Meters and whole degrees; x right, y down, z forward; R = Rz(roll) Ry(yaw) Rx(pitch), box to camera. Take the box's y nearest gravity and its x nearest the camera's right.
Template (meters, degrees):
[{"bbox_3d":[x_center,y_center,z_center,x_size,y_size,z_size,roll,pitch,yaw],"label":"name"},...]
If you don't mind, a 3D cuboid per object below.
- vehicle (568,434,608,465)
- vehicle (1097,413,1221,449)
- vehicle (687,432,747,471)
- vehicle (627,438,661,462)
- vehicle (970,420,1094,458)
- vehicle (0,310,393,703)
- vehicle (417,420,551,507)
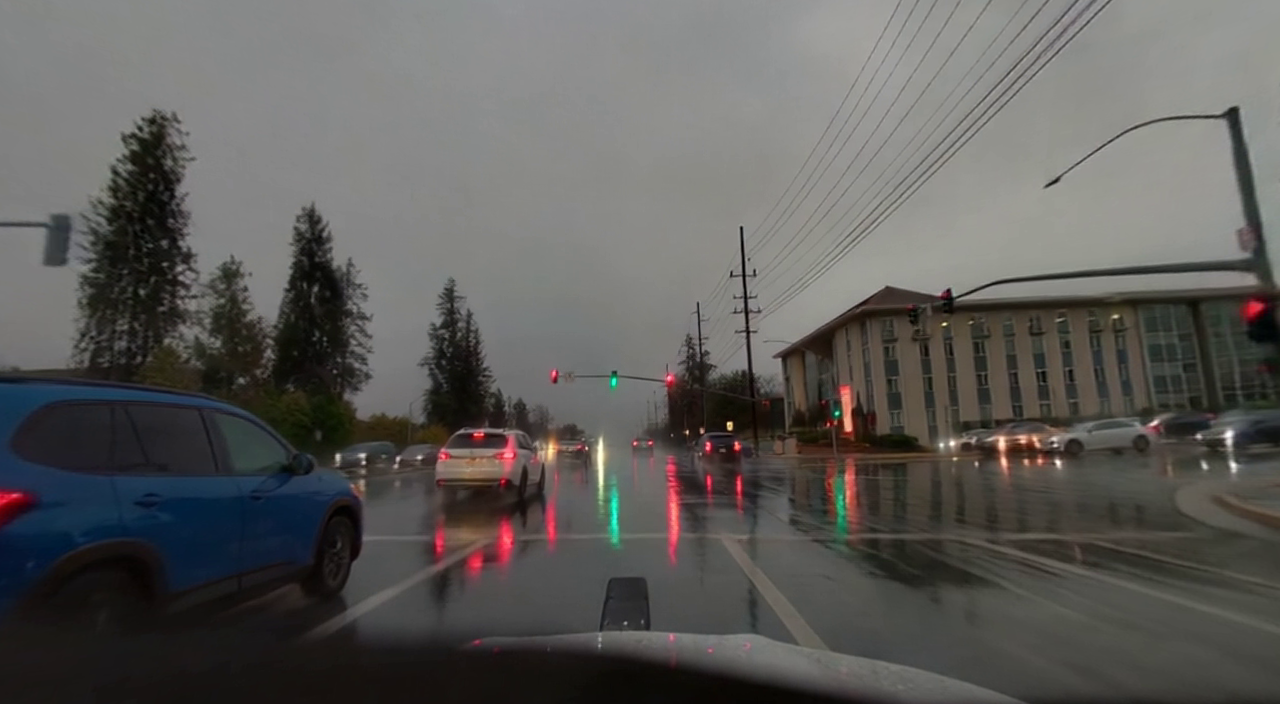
[{"bbox_3d":[-2.958,5.652,36.595,1.900,1.677,4.128,0,-8,2],"label":"vehicle"},{"bbox_3d":[26.236,4.010,31.973,4.439,1.748,2.037,0,-8,1],"label":"vehicle"},{"bbox_3d":[3.565,4.709,30.037,2.201,1.734,4.564,0,-8,-1],"label":"vehicle"},{"bbox_3d":[0.260,6.506,42.101,2.185,1.515,4.215,0,-8,1],"label":"vehicle"},{"bbox_3d":[19.724,4.401,31.820,5.033,1.802,1.928,1,-8,-5],"label":"vehicle"},{"bbox_3d":[-3.382,0.918,3.582,2.127,1.754,4.287,0,-8,1],"label":"vehicle"},{"bbox_3d":[-3.467,2.562,14.963,1.958,1.744,4.315,0,-8,2],"label":"vehicle"}]
